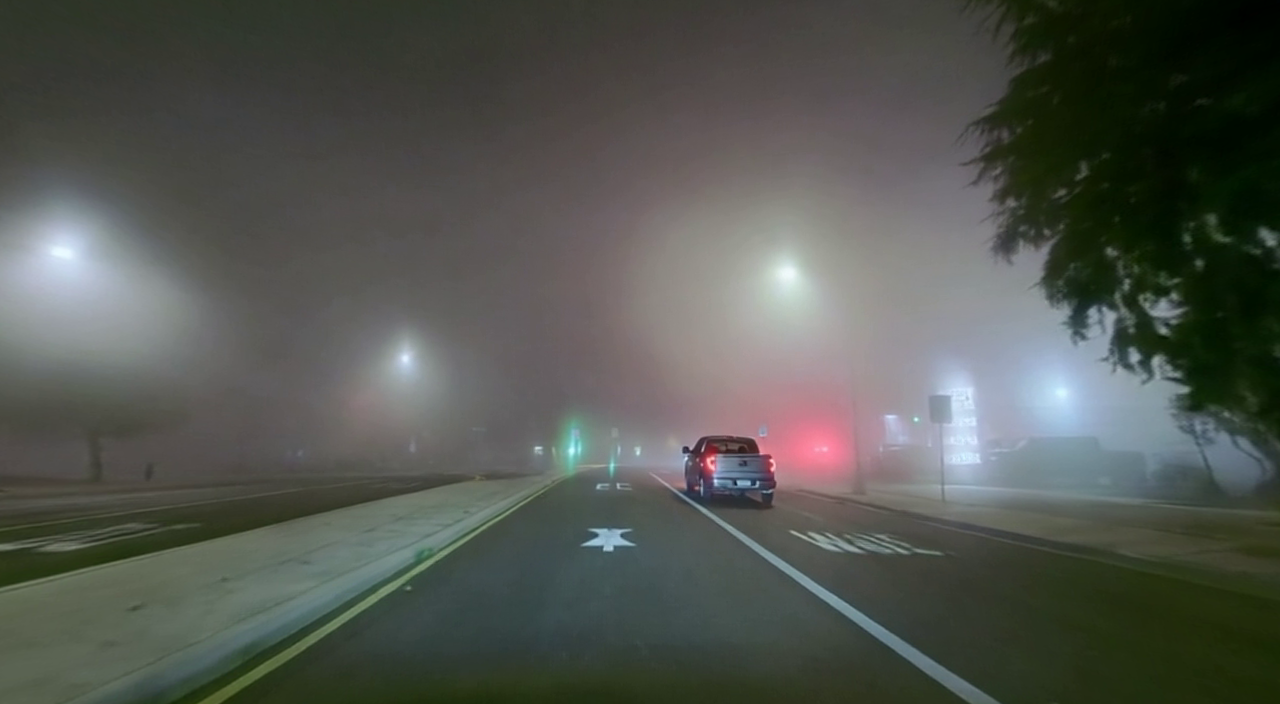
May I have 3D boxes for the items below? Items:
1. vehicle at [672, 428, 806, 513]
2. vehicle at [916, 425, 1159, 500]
[{"bbox_3d":[2.443,3.154,17.472,2.402,1.922,5.677,1,-8,-4],"label":"vehicle"},{"bbox_3d":[14.976,4.224,24.206,7.551,2.142,2.896,5,-10,-3],"label":"vehicle"}]
